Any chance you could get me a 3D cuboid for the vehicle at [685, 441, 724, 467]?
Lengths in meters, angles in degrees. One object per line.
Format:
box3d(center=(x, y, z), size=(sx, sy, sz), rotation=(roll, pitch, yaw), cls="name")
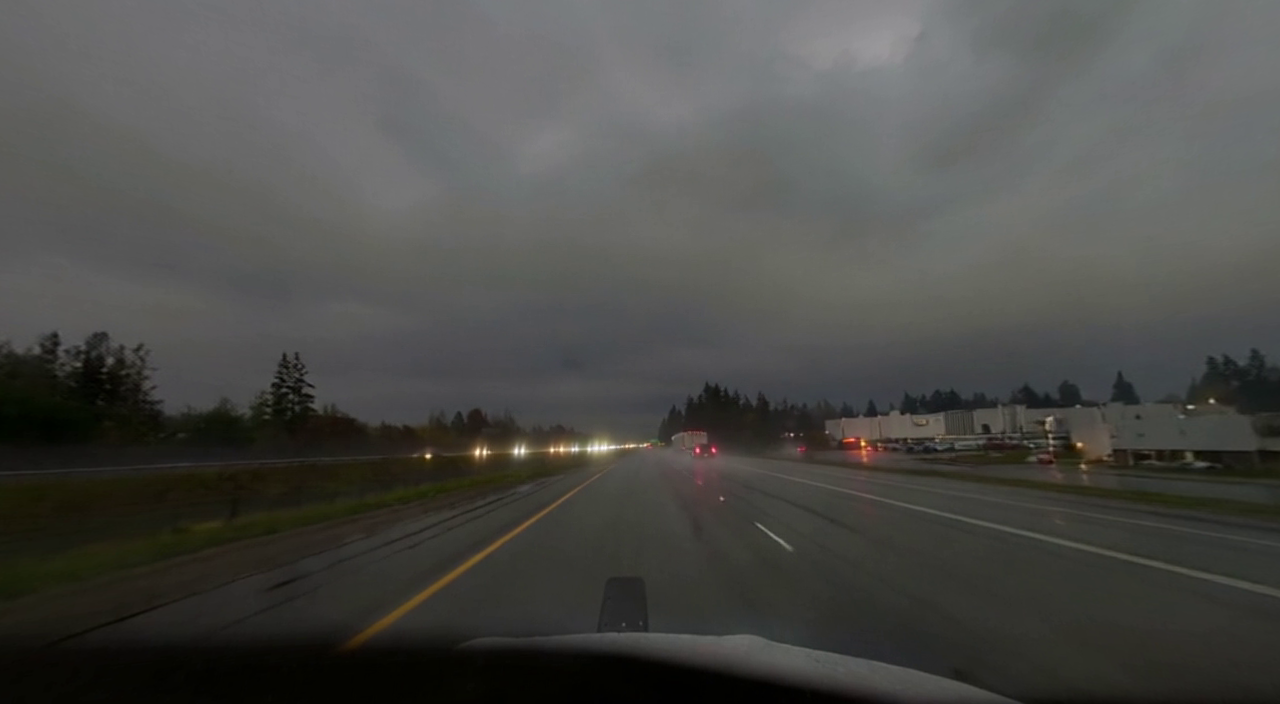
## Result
box3d(center=(4.084, 6.539, 40.635), size=(2.062, 1.518, 4.026), rotation=(0, -8, 0), cls="vehicle")
